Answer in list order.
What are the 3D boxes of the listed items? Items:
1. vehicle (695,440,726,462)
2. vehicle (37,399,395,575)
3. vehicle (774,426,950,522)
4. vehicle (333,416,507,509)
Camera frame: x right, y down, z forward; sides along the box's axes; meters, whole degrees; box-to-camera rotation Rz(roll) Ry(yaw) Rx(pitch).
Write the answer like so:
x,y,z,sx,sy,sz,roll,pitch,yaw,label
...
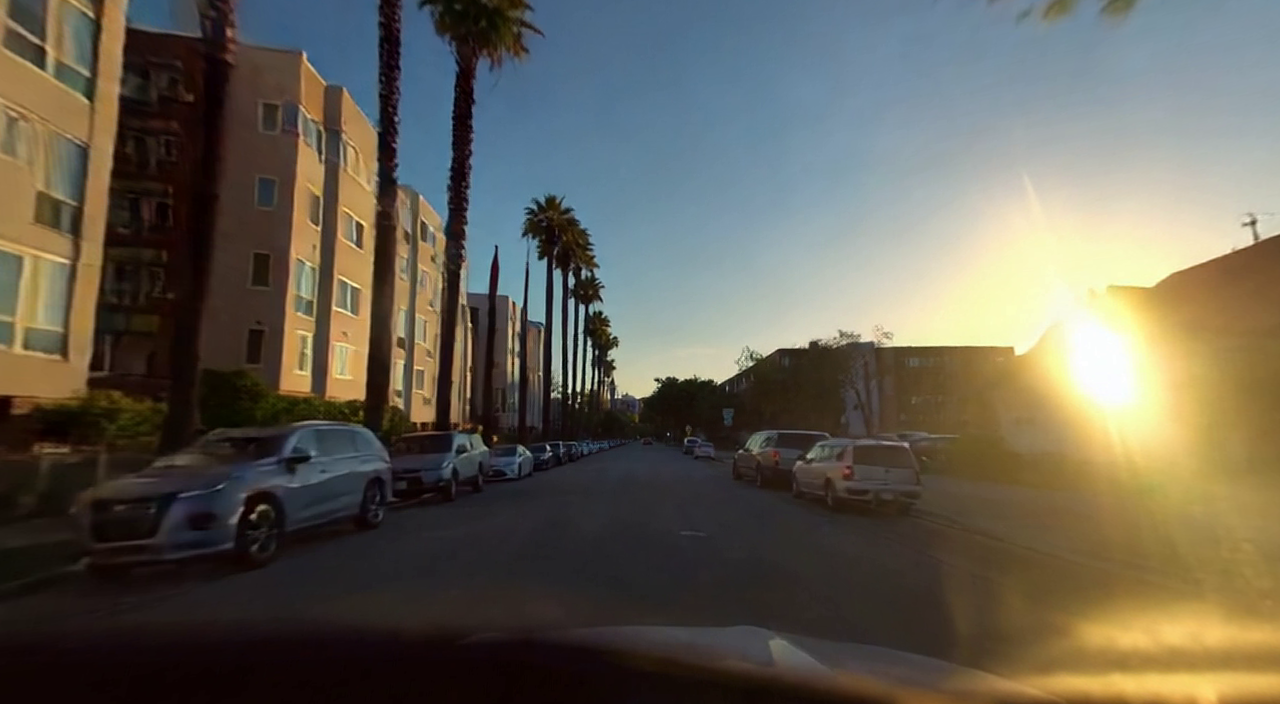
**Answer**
x,y,z,sx,sy,sz,roll,pitch,yaw,label
5.226,7.408,47.367,1.991,1.525,5.203,0,-8,4,vehicle
-5.502,1.776,9.215,2.087,1.896,4.554,0,-8,-1,vehicle
4.614,2.607,14.121,2.220,1.738,4.800,0,-8,1,vehicle
-5.385,2.835,16.734,2.227,1.967,6.220,0,-8,2,vehicle
